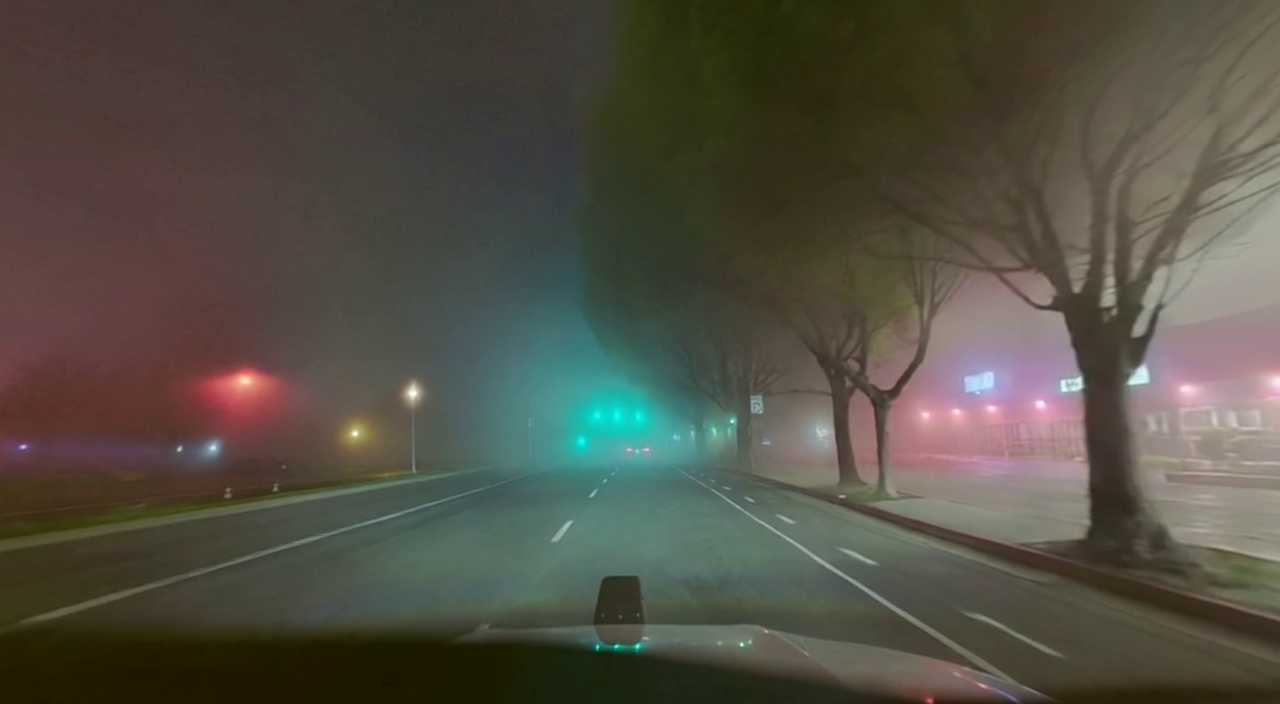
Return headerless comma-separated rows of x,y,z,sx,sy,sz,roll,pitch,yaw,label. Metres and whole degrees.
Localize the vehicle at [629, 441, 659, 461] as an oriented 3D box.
0.246,7.414,47.443,2.115,1.461,3.976,0,-8,-1,vehicle
